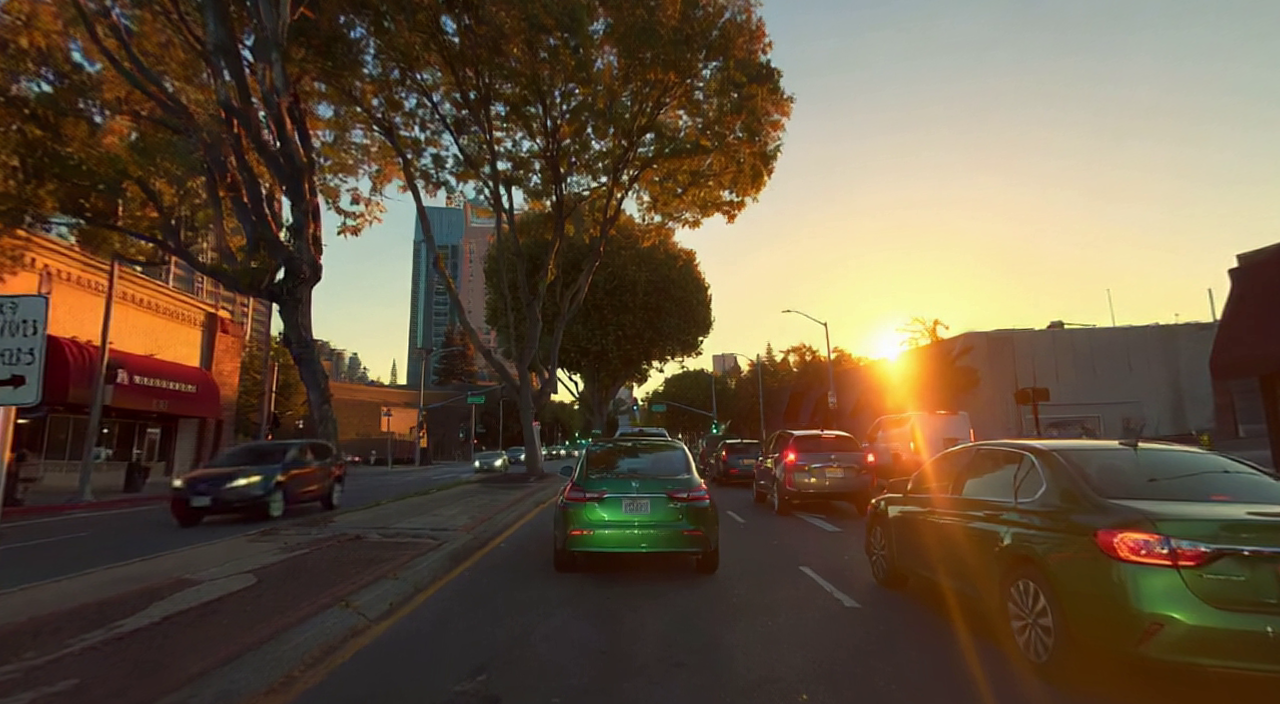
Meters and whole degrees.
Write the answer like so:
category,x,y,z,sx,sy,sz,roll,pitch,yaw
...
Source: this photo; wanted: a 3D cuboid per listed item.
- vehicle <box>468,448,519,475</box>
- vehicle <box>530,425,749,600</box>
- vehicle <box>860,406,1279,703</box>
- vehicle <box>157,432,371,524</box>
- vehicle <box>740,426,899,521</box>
category,x,y,z,sx,sy,sz,roll,pitch,yaw
vehicle,-8.306,6.224,36.209,1.850,1.417,4.321,0,-9,1
vehicle,-0.020,1.655,7.297,1.887,1.487,3.535,0,-9,0
vehicle,3.310,1.255,4.476,1.988,1.480,4.195,0,-9,0
vehicle,-8.045,2.715,14.175,2.079,1.695,4.374,0,-9,0
vehicle,3.536,2.482,13.412,2.025,1.660,4.263,0,-9,-1
